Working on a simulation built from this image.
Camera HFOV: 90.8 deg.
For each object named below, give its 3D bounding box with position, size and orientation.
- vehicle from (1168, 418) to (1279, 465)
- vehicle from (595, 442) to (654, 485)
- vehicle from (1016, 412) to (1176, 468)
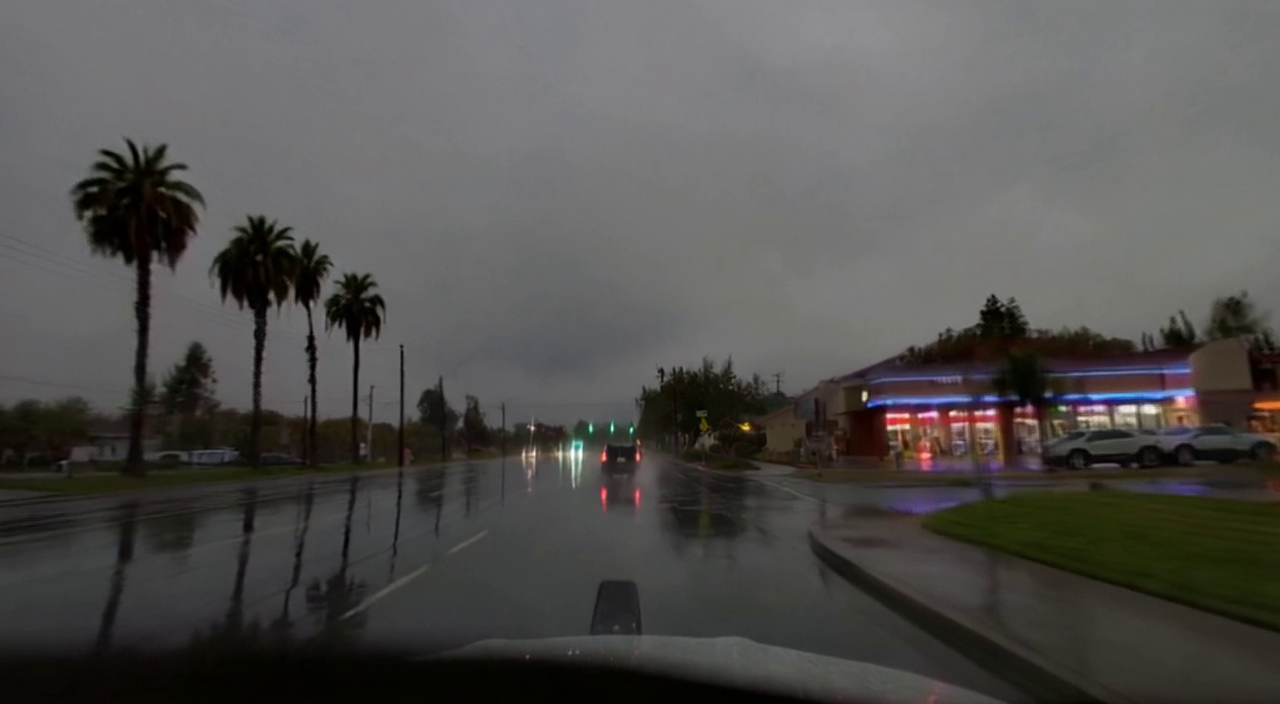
[{"bbox_3d":[24.699,3.709,26.129,4.025,1.827,1.852,0,-9,-2],"label":"vehicle"},{"bbox_3d":[-0.568,4.215,24.189,2.076,1.486,4.119,0,-9,-1],"label":"vehicle"},{"bbox_3d":[18.565,3.634,25.934,4.747,2.178,2.336,1,-9,-3],"label":"vehicle"}]
